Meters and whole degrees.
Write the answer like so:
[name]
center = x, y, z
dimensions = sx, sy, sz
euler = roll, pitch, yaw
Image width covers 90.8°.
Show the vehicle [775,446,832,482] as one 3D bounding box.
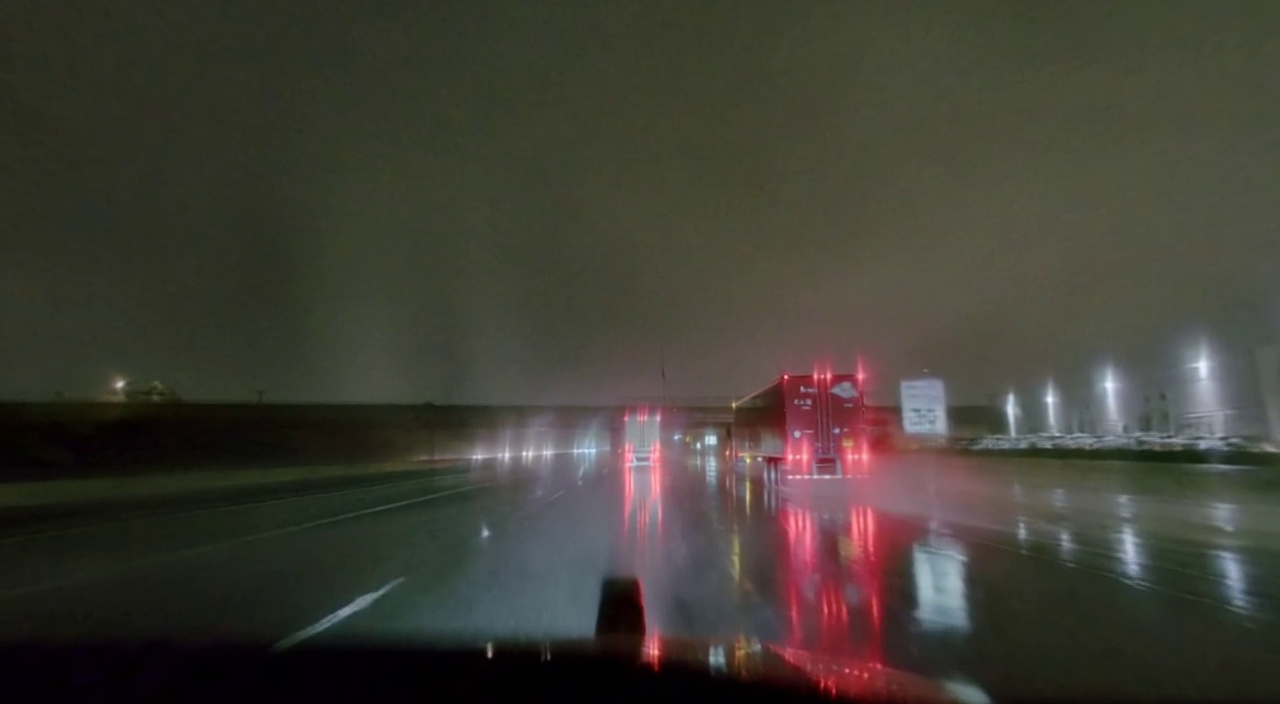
[vehicle]
center = 7.372, 5.049, 28.718
dimensions = 1.660, 1.497, 3.594
euler = 0, -9, 1
